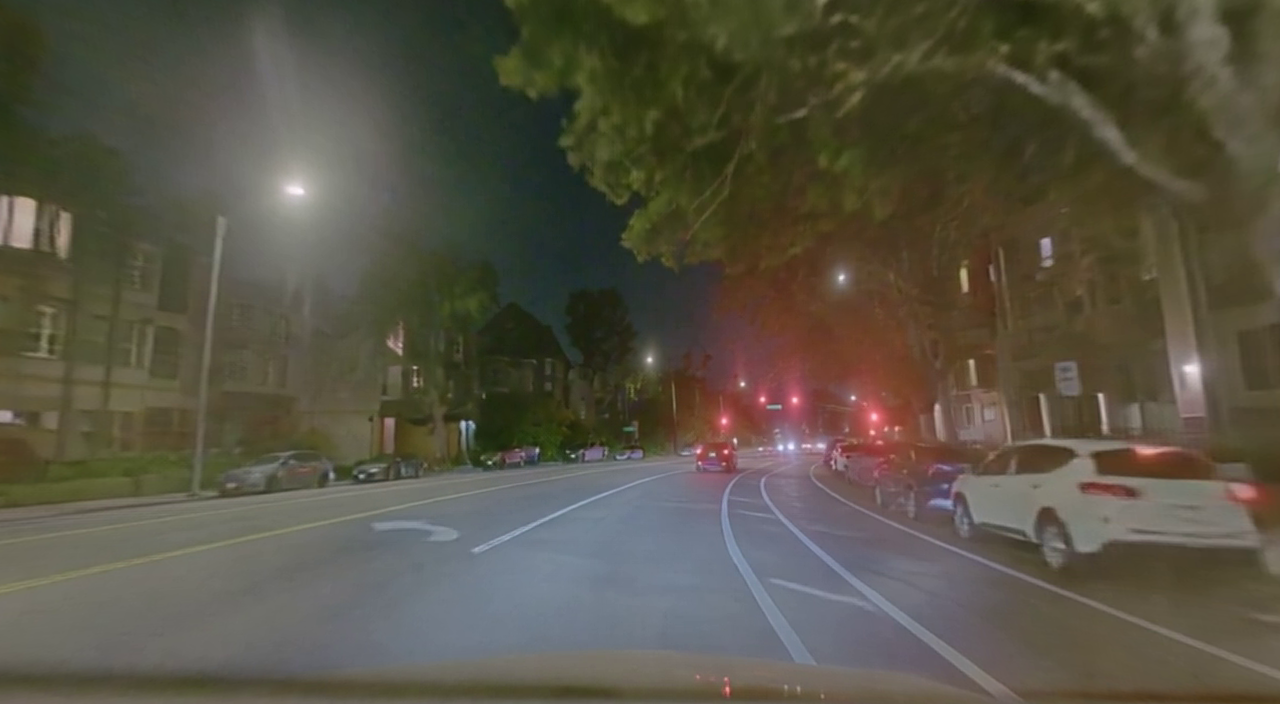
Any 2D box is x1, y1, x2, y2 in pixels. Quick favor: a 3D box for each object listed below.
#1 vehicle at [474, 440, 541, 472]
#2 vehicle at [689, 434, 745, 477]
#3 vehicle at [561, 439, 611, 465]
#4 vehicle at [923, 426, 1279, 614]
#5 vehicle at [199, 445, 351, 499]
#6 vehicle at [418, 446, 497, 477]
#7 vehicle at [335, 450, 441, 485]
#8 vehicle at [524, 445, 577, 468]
[{"bbox_3d":[-7.826,6.184,37.922,1.977,1.761,4.990,-2,-9,12],"label":"vehicle"},{"bbox_3d":[3.449,4.495,27.642,1.852,1.680,4.488,-2,-9,14],"label":"vehicle"},{"bbox_3d":[-4.081,7.730,49.009,2.115,1.853,4.745,-3,-9,19],"label":"vehicle"},{"bbox_3d":[5.115,1.699,7.458,1.741,1.494,4.587,0,-8,5],"label":"vehicle"},{"bbox_3d":[-11.632,3.809,20.586,1.918,1.508,4.353,-1,-8,8],"label":"vehicle"},{"bbox_3d":[-9.364,5.637,32.858,1.880,1.450,4.627,-2,-9,13],"label":"vehicle"},{"bbox_3d":[-10.621,4.869,27.071,1.893,1.310,4.719,-1,-8,11],"label":"vehicle"},{"bbox_3d":[-6.102,7.133,43.471,1.809,1.469,4.485,-2,-9,17],"label":"vehicle"}]
